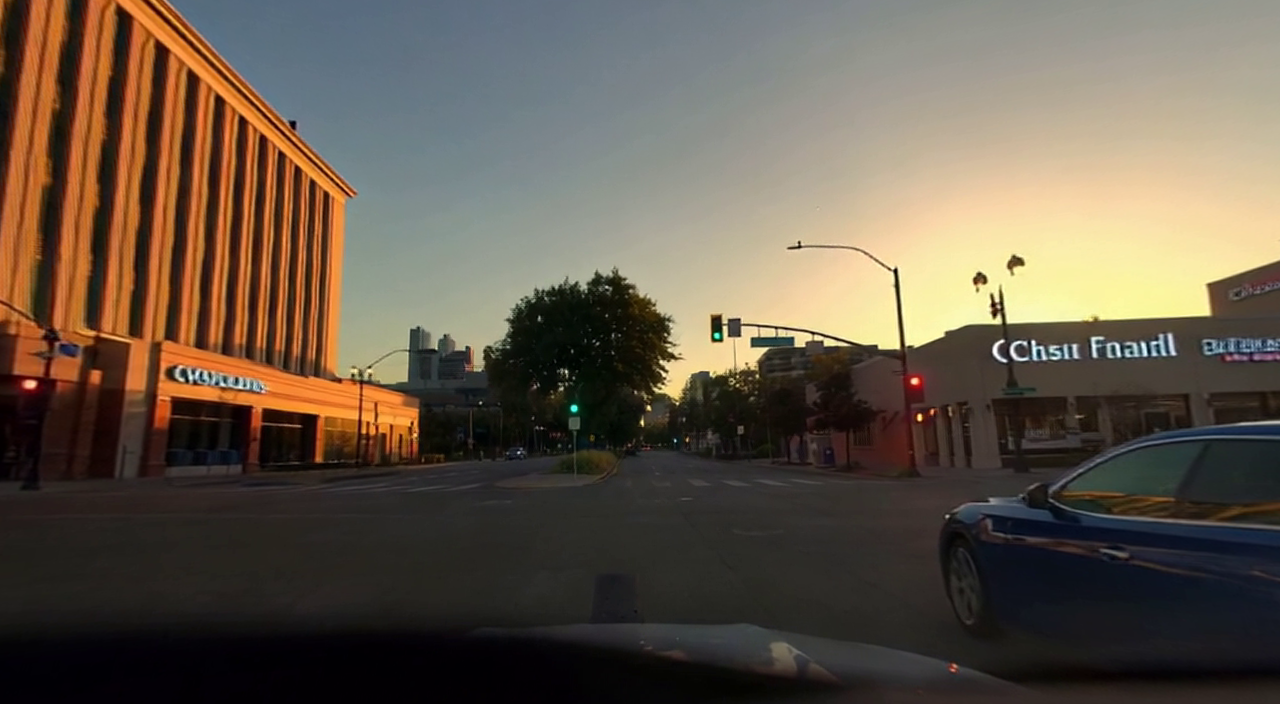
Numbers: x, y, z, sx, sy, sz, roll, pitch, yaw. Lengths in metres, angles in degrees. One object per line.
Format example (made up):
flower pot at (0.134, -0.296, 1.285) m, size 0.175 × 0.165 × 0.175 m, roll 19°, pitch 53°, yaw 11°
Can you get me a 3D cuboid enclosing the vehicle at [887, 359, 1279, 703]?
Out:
vehicle at (3.110, 0.956, 2.780) m, size 2.015 × 1.641 × 4.995 m, roll 0°, pitch -9°, yaw 0°
